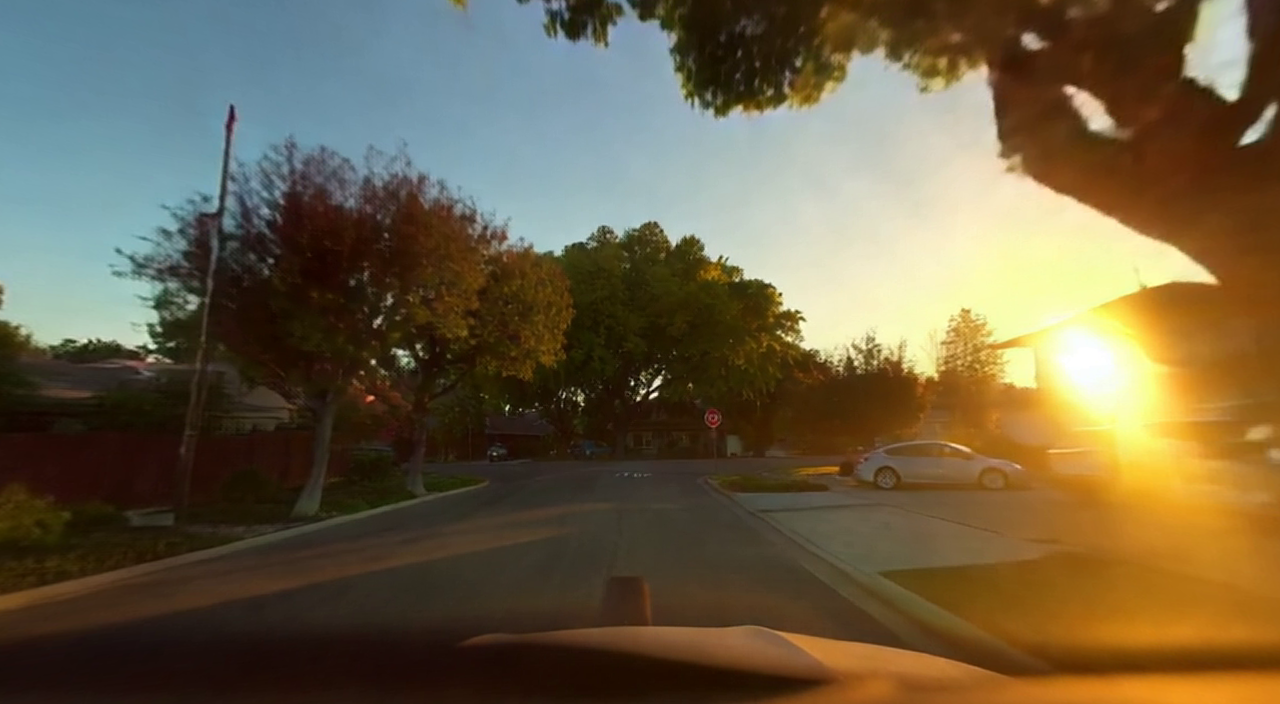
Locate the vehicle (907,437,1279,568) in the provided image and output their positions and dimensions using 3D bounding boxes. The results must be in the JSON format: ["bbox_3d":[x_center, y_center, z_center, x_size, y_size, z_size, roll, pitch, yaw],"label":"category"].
[{"bbox_3d":[5.859,1.782,7.834,4.229,1.402,1.811,0,-9,2],"label":"vehicle"}]
